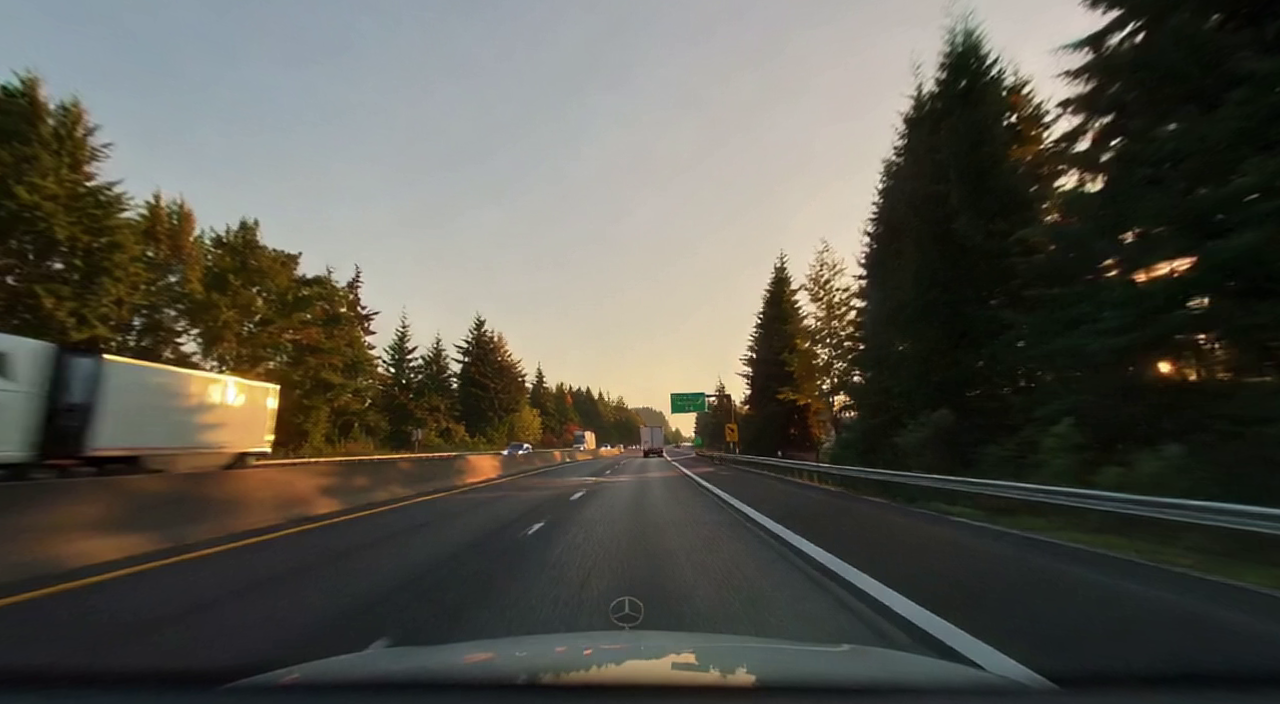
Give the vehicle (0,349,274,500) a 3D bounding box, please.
[{"bbox_3d":[-16.168,2.547,20.967,2.885,4.010,8.234,0,-9,0],"label":"vehicle"}]
